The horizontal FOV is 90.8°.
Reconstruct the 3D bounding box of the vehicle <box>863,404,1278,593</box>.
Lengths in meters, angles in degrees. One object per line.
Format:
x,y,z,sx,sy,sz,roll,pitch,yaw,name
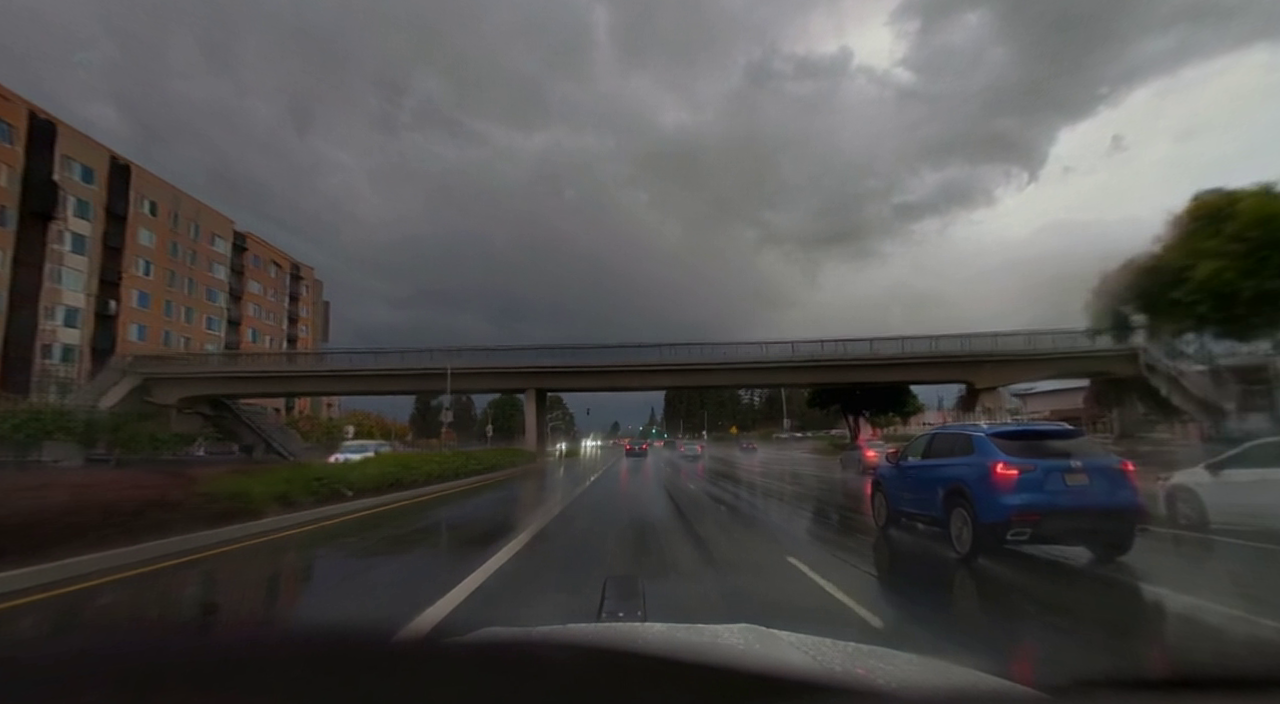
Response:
4.835,1.711,8.273,2.130,1.741,4.665,0,-9,0,vehicle

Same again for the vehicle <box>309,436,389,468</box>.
-16.433,5.670,35.974,2.077,1.676,4.921,0,-9,2,vehicle

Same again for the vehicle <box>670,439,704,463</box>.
3.436,7.358,46.935,2.165,1.708,3.928,0,-9,0,vehicle
